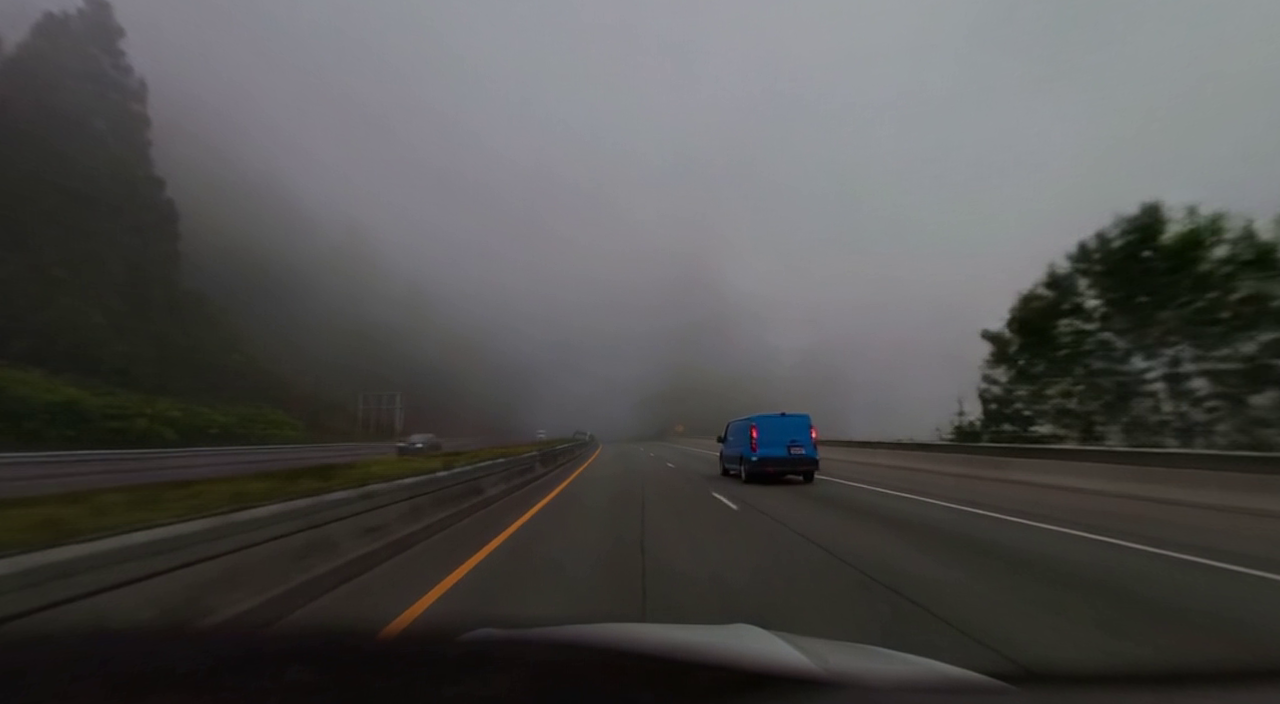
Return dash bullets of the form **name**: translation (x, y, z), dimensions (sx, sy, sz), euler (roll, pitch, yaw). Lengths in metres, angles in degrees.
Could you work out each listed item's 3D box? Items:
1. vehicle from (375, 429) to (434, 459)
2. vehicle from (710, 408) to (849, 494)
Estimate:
- **vehicle**: translation (-14.016, 5.489, 37.792), dimensions (1.980, 1.673, 4.324), euler (0, -8, -2)
- **vehicle**: translation (3.213, 2.389, 15.647), dimensions (2.240, 1.801, 4.545), euler (0, -8, -2)
